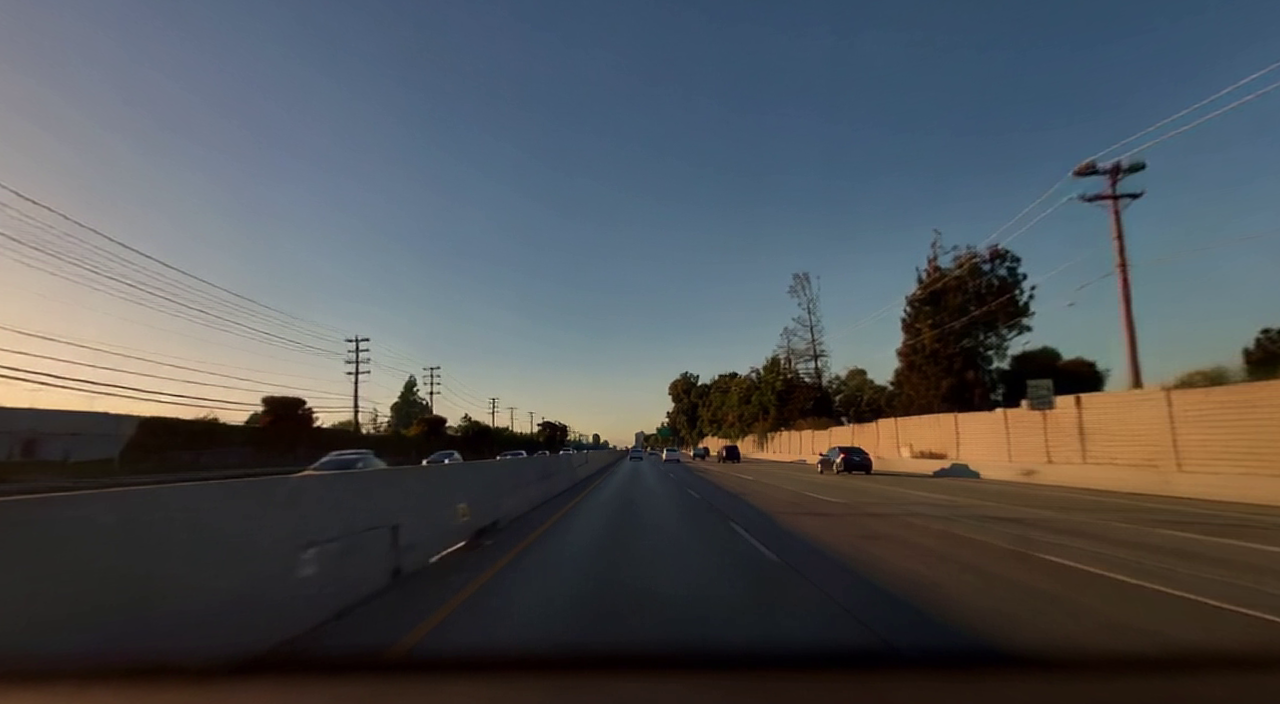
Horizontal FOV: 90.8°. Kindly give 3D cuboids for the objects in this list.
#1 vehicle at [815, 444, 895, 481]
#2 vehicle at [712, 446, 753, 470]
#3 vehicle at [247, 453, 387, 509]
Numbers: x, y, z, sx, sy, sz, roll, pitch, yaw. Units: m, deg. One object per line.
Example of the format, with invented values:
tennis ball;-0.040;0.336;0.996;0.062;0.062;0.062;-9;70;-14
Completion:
vehicle;9.654;4.978;28.785;1.969;1.506;4.422;0;-9;-1
vehicle;6.437;7.386;44.252;2.069;1.520;4.614;0;-9;-1
vehicle;-9.971;3.970;19.987;1.989;1.498;4.593;0;-9;0
